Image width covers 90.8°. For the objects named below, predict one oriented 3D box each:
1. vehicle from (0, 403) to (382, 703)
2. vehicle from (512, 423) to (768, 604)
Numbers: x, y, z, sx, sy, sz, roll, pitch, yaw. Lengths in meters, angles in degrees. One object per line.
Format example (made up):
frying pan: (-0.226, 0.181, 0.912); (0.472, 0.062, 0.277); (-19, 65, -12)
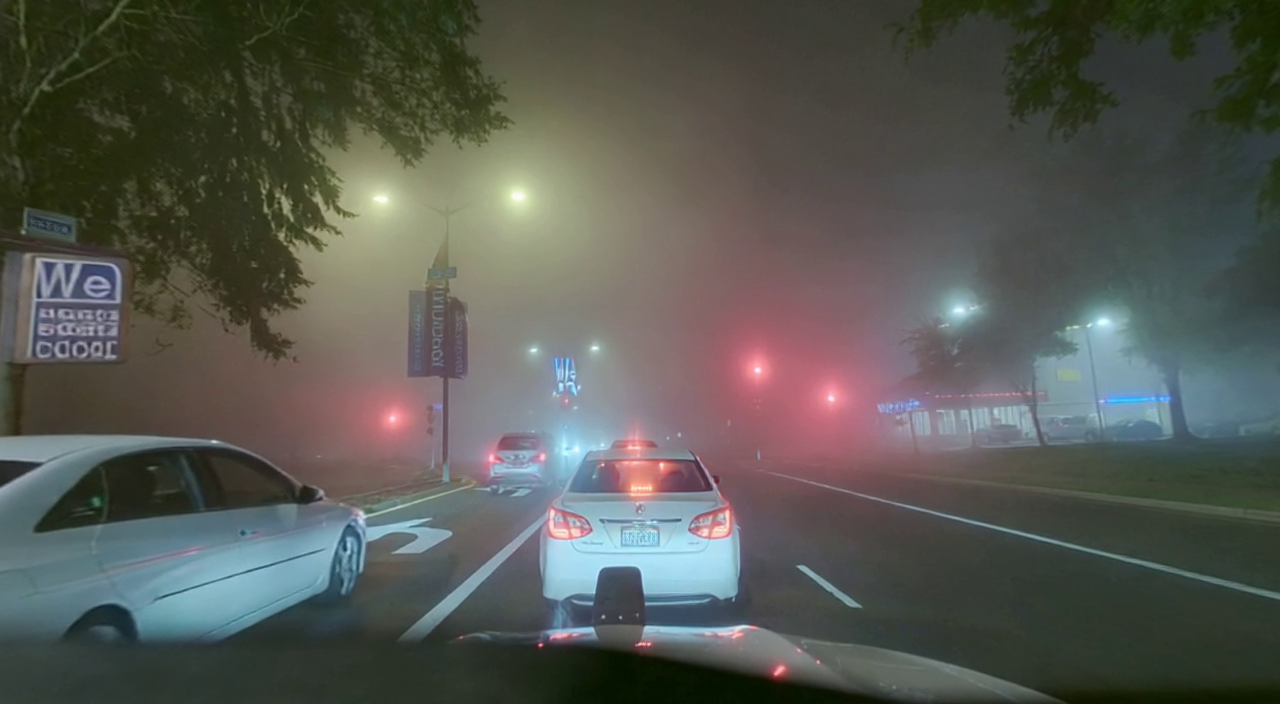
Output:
vehicle: (-3.499, 1.156, 3.859); (1.961, 1.487, 4.453); (0, -8, 0)
vehicle: (-0.059, 1.635, 7.302); (2.126, 1.475, 3.967); (0, -8, -2)
